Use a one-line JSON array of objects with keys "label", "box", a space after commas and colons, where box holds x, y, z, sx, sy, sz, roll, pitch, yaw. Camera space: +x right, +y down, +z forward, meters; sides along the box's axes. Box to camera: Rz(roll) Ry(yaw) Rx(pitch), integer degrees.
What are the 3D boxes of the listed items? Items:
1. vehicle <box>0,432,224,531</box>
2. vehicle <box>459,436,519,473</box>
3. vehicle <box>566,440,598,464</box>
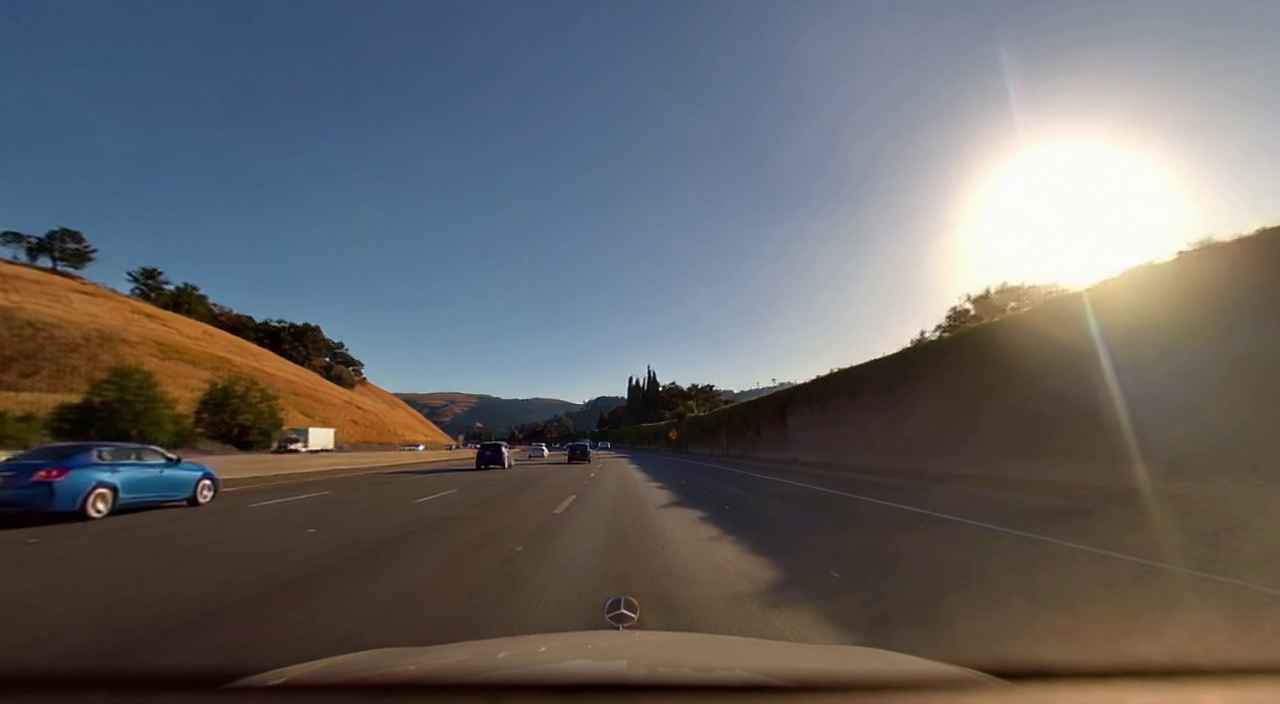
[{"label": "vehicle", "box": [-10.425, 2.307, 11.911, 1.949, 1.475, 4.740, 0, -8, 0]}, {"label": "vehicle", "box": [-7.908, 5.417, 33.562, 2.074, 1.768, 4.805, 0, -9, -2]}, {"label": "vehicle", "box": [-4.274, 7.410, 46.902, 2.115, 1.713, 4.263, 0, -8, -2]}]
